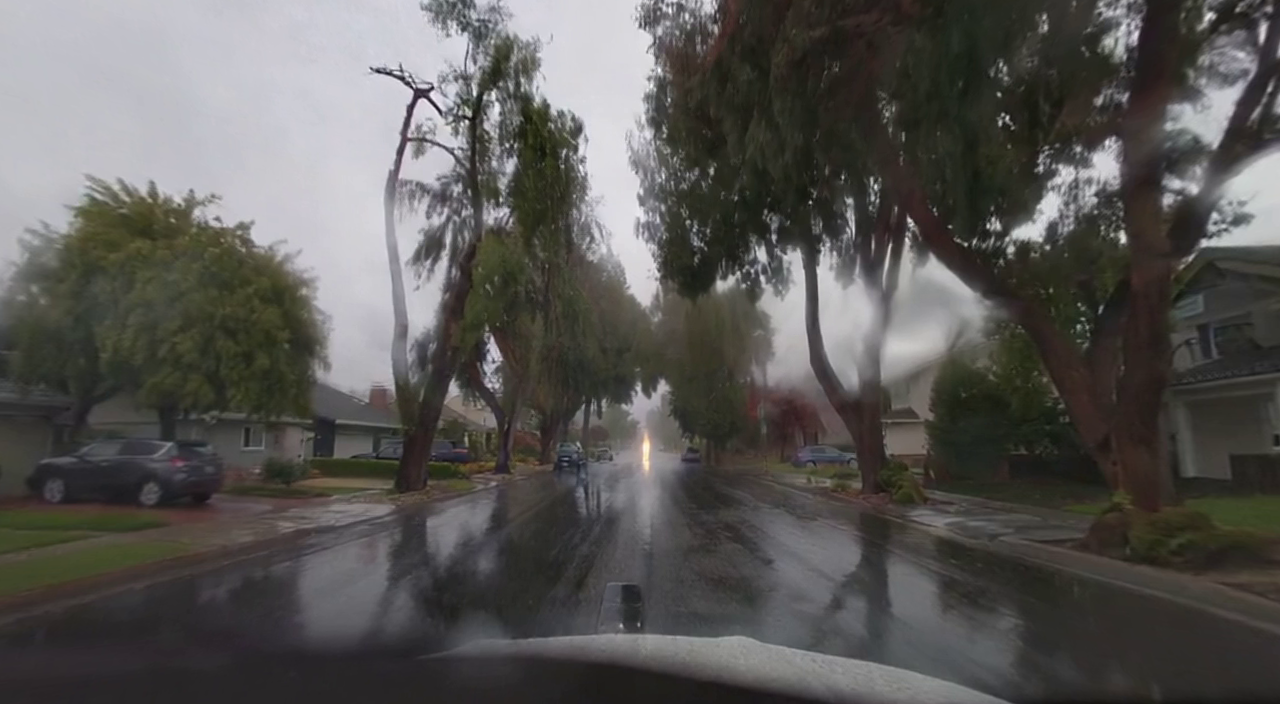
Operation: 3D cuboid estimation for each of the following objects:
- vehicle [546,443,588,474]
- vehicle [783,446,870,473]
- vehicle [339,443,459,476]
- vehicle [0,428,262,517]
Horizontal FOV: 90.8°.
[{"bbox_3d":[-4.817,7.119,42.481,2.341,1.942,5.044,-1,-9,-2],"label":"vehicle"},{"bbox_3d":[10.936,6.321,37.242,4.497,1.564,1.948,0,-8,0],"label":"vehicle"},{"bbox_3d":[-11.750,5.258,31.076,5.040,1.541,2.042,0,-9,1],"label":"vehicle"},{"bbox_3d":[-11.202,2.616,14.042,4.425,1.766,1.963,-1,-9,8],"label":"vehicle"}]
